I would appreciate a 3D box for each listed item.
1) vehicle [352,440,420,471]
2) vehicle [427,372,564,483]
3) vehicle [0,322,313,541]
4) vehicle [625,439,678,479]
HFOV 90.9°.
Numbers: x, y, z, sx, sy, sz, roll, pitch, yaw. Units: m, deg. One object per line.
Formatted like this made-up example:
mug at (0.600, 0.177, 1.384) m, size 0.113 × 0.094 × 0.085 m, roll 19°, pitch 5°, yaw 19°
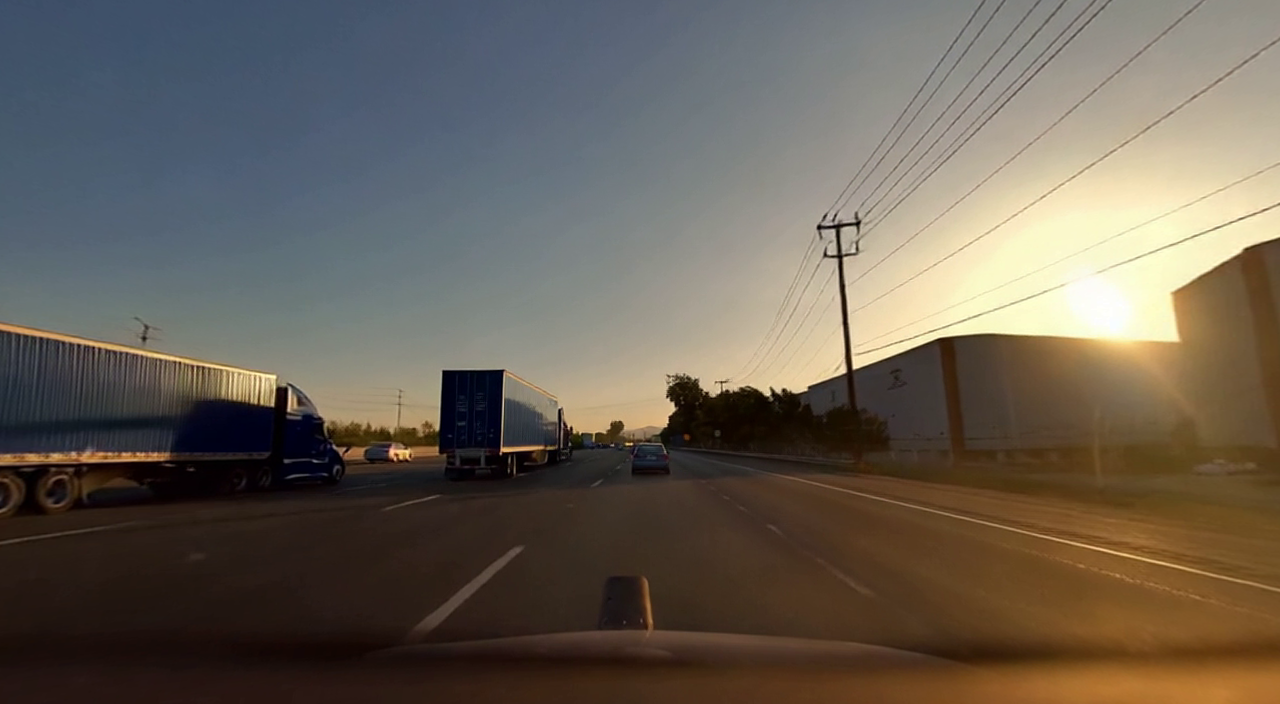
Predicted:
vehicle at (-14.566, 5.946, 36.451) m, size 1.938 × 1.679 × 4.469 m, roll 0°, pitch -8°, yaw 1°
vehicle at (-6.267, 3.919, 31.047) m, size 2.907 × 4.081 × 15.311 m, roll 0°, pitch -8°, yaw 1°
vehicle at (-10.640, 1.686, 12.700) m, size 2.896 × 3.140 × 9.491 m, roll 0°, pitch -8°, yaw 1°
vehicle at (0.450, 4.468, 26.536) m, size 2.055 × 1.514 × 4.323 m, roll 0°, pitch -8°, yaw 0°
